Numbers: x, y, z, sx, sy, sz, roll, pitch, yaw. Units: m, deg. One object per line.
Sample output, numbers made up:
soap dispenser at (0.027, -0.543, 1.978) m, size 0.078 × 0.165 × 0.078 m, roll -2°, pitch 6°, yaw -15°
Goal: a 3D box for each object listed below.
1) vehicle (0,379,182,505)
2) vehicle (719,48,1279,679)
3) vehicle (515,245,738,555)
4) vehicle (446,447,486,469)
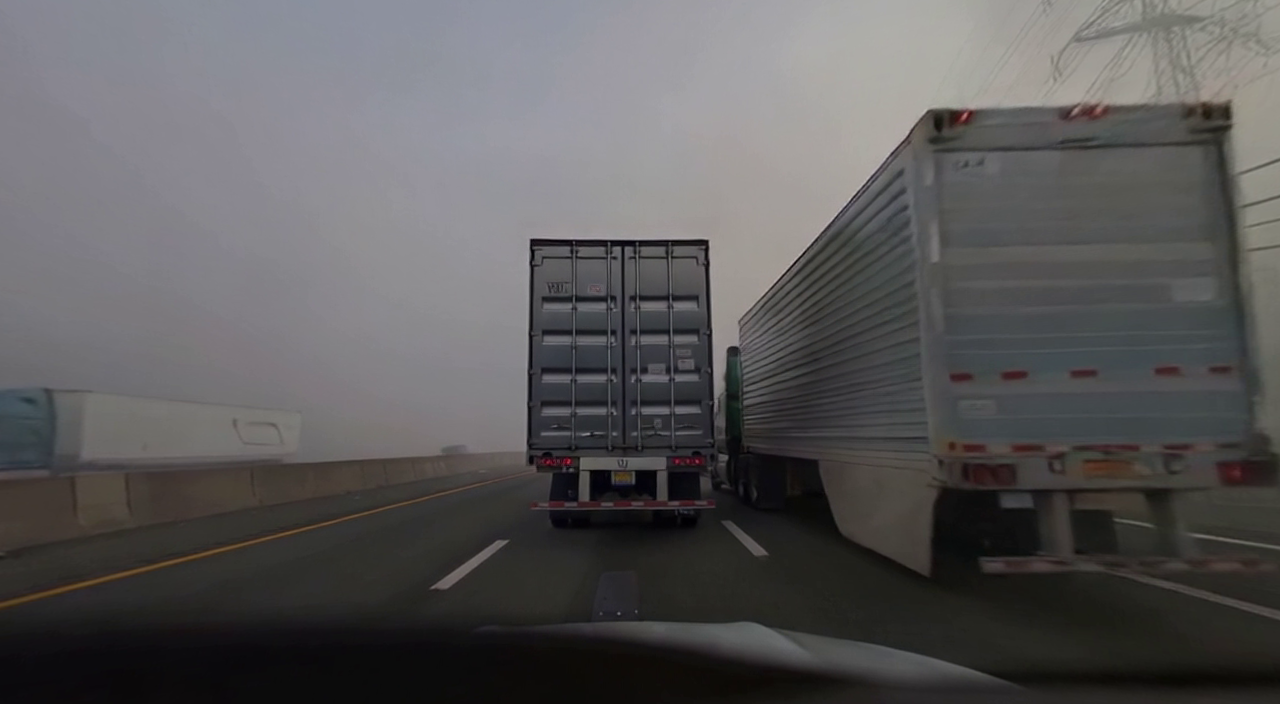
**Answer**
vehicle at (-20.288, 3.114, 21.549) m, size 3.024 × 3.645 × 8.371 m, roll 0°, pitch -9°, yaw 0°
vehicle at (3.610, 0.891, 10.474) m, size 2.797 × 4.023 × 13.066 m, roll 0°, pitch -9°, yaw 0°
vehicle at (-0.132, 1.459, 14.313) m, size 2.841 × 4.071 × 12.046 m, roll -1°, pitch -9°, yaw 0°
vehicle at (-13.137, 8.008, 47.926) m, size 1.950 × 1.526 × 3.713 m, roll -1°, pitch -9°, yaw 1°
